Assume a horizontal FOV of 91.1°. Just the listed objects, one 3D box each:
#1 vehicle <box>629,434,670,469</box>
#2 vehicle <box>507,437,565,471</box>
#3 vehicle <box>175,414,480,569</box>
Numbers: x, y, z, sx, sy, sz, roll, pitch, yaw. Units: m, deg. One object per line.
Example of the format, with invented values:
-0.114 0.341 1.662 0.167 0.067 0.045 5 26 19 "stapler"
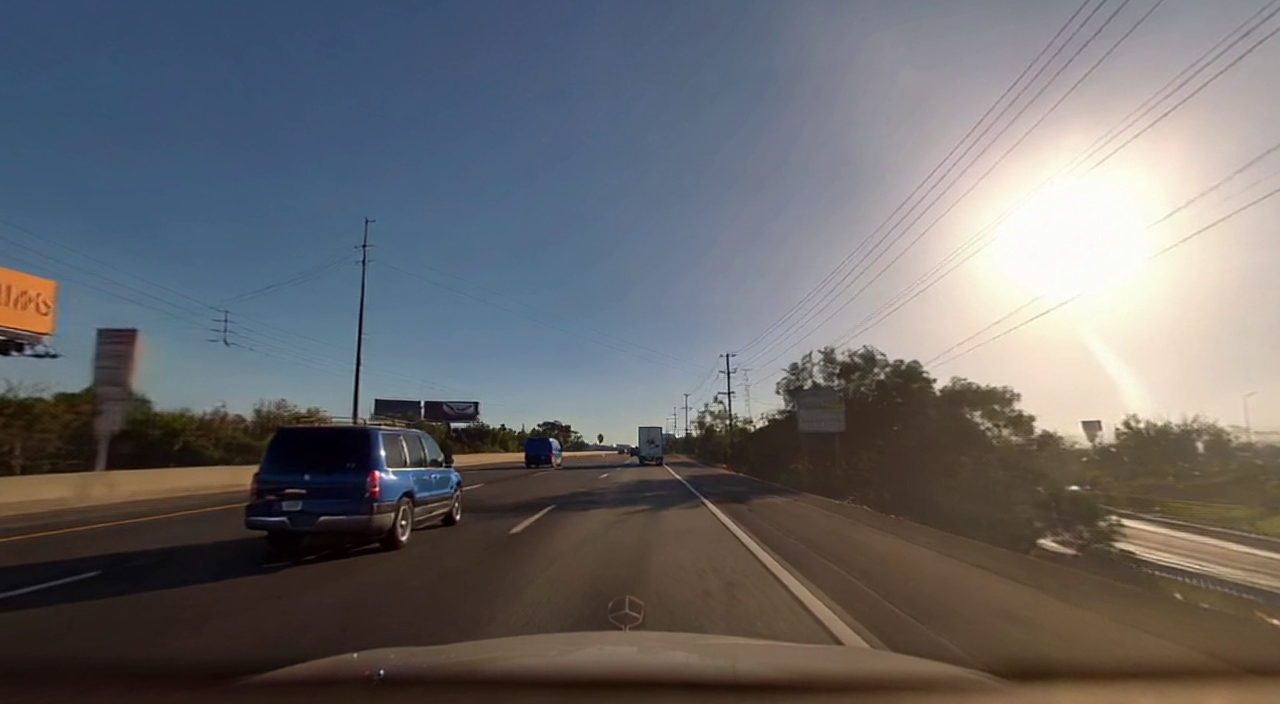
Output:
0.682 7.100 45.012 2.692 2.279 5.695 0 -8 1 "vehicle"
-6.854 6.843 42.407 2.695 2.084 6.836 0 -8 1 "vehicle"
-4.146 1.929 9.528 2.145 1.730 4.729 0 -8 1 "vehicle"
